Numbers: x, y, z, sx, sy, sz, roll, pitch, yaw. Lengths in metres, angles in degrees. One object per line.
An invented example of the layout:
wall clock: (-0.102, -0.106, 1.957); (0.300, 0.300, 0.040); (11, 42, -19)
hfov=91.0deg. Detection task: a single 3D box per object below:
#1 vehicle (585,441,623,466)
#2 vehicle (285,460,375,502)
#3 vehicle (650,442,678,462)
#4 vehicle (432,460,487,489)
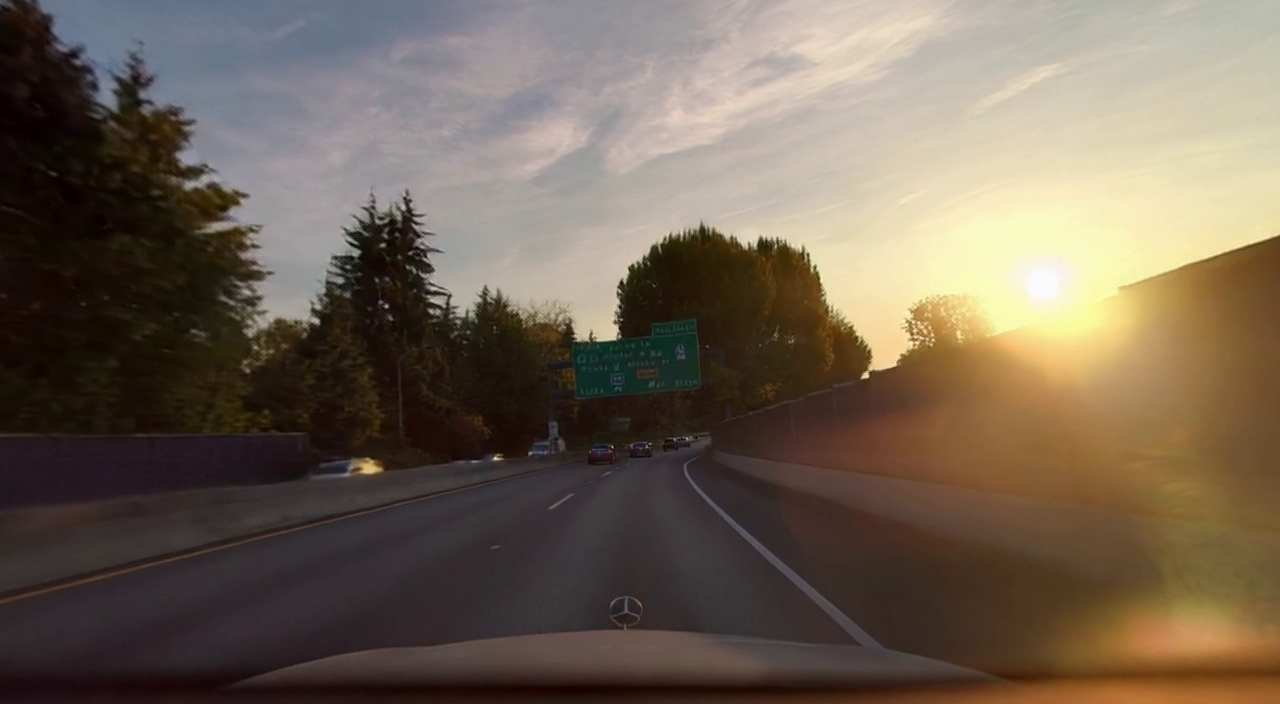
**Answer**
vehicle: (-2.320, 6.609, 41.059); (1.985, 1.518, 3.847); (-1, -8, 4)
vehicle: (-13.945, 5.792, 28.587); (1.795, 1.604, 4.254); (0, -8, 2)
vehicle: (1.910, 7.735, 48.864); (2.077, 1.533, 3.854); (-1, -8, 4)
vehicle: (-10.146, 6.887, 35.650); (1.793, 1.414, 4.022); (0, -8, 2)
